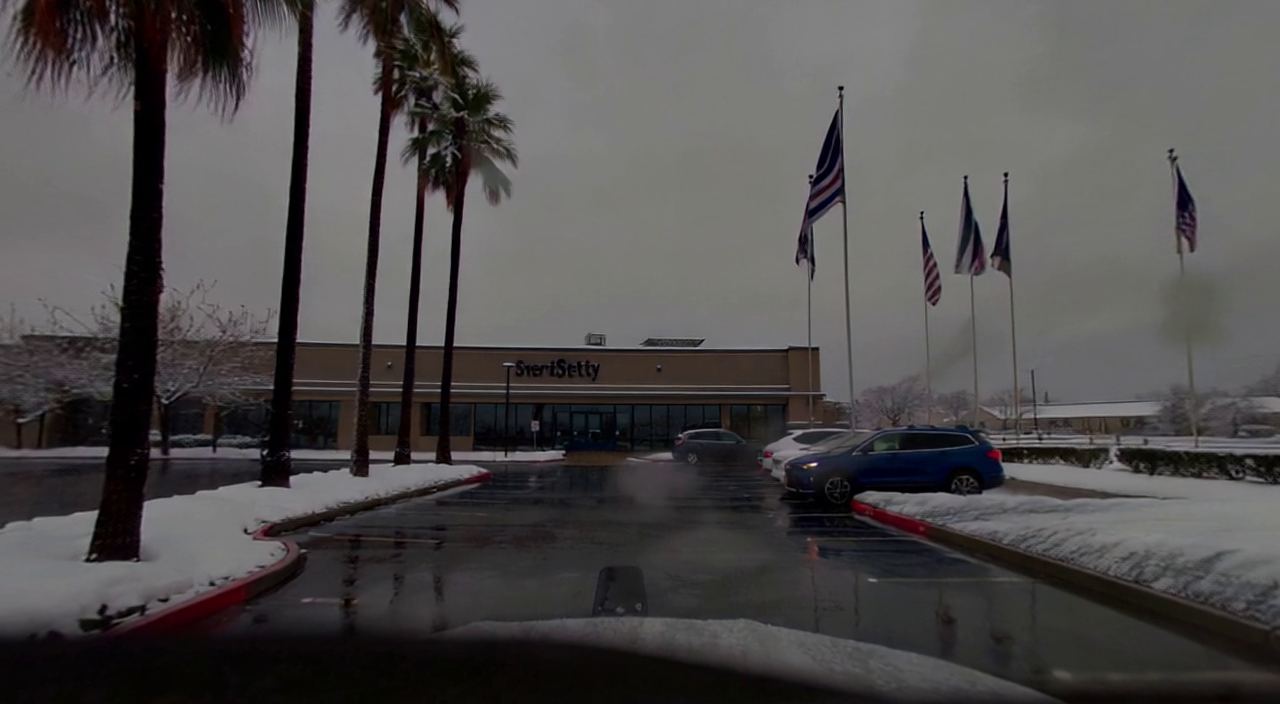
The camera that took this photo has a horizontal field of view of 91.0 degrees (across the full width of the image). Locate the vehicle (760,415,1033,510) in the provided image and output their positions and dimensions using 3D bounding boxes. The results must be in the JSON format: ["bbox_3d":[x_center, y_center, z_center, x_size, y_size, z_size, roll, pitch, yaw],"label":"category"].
[{"bbox_3d":[4.884,2.176,12.566,4.567,1.723,1.926,0,-8,0],"label":"vehicle"}]

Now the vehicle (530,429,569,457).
[{"bbox_3d":[-6.586,6.696,46.306,1.943,1.890,4.472,-2,-8,3],"label":"vehicle"}]
